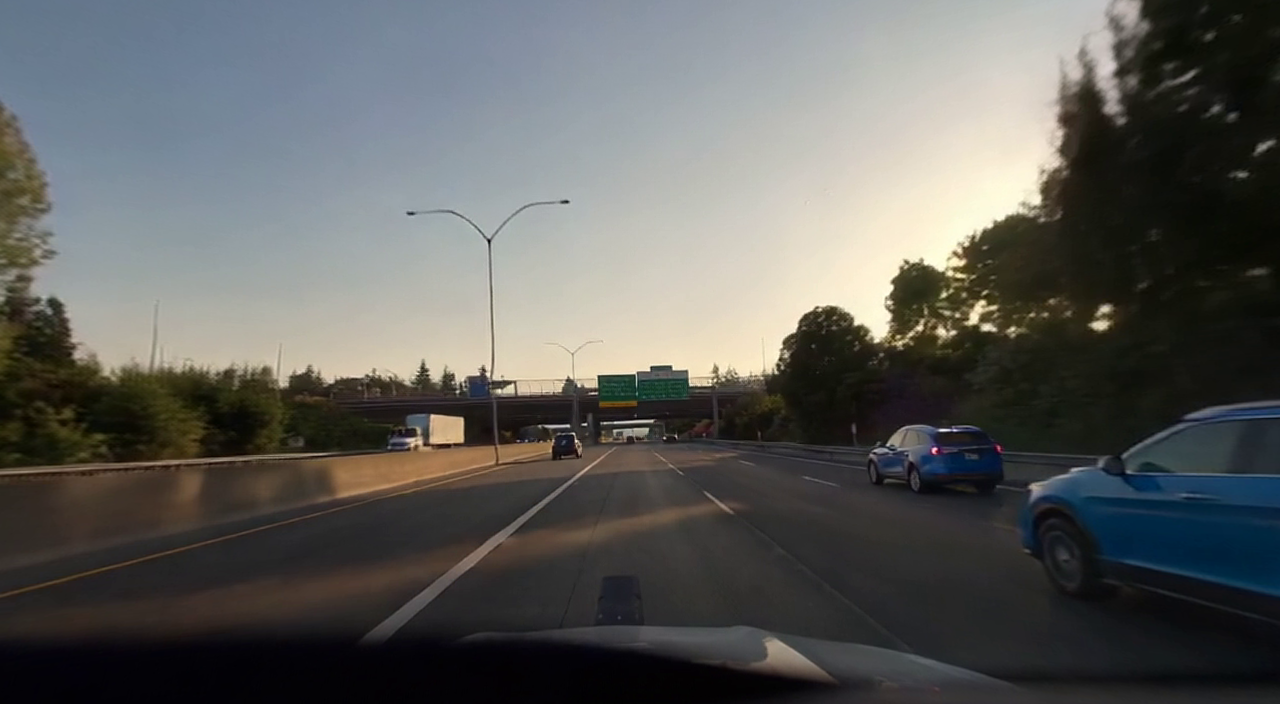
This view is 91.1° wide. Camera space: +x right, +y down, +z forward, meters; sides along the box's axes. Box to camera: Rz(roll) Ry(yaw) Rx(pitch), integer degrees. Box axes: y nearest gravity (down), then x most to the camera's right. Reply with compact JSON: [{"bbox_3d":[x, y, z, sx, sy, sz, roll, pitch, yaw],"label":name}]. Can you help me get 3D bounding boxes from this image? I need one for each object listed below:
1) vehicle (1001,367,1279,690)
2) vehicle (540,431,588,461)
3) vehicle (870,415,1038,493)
[{"bbox_3d":[4.148,0.896,3.299,2.011,1.576,4.060,0,-8,-1],"label":"vehicle"},{"bbox_3d":[-3.928,4.903,33.175,2.032,1.465,4.316,0,-8,-1],"label":"vehicle"},{"bbox_3d":[7.324,2.402,15.211,1.956,1.634,3.935,0,-8,-1],"label":"vehicle"}]
